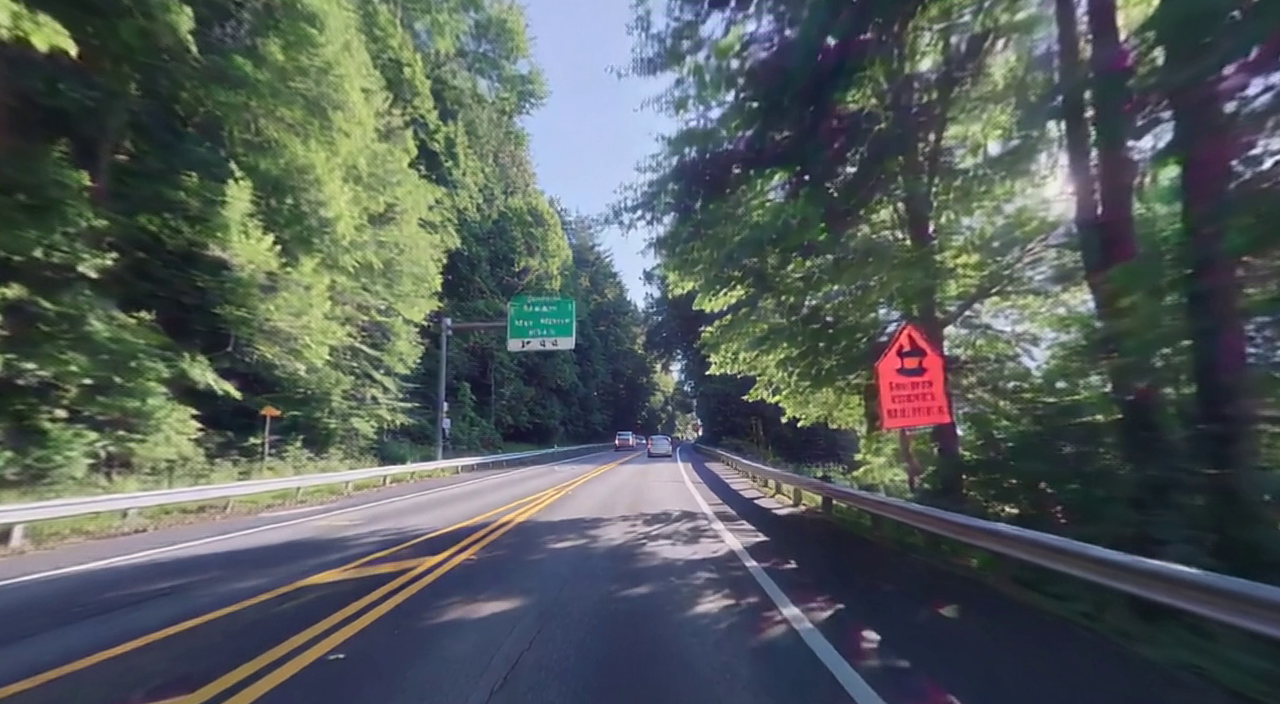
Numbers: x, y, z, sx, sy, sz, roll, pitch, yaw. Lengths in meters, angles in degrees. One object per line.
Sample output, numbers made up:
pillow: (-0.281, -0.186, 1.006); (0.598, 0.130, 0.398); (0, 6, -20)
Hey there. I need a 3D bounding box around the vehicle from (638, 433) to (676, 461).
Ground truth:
vehicle: (1.000, 5.473, 36.347); (2.067, 1.486, 3.861); (0, -8, 3)
